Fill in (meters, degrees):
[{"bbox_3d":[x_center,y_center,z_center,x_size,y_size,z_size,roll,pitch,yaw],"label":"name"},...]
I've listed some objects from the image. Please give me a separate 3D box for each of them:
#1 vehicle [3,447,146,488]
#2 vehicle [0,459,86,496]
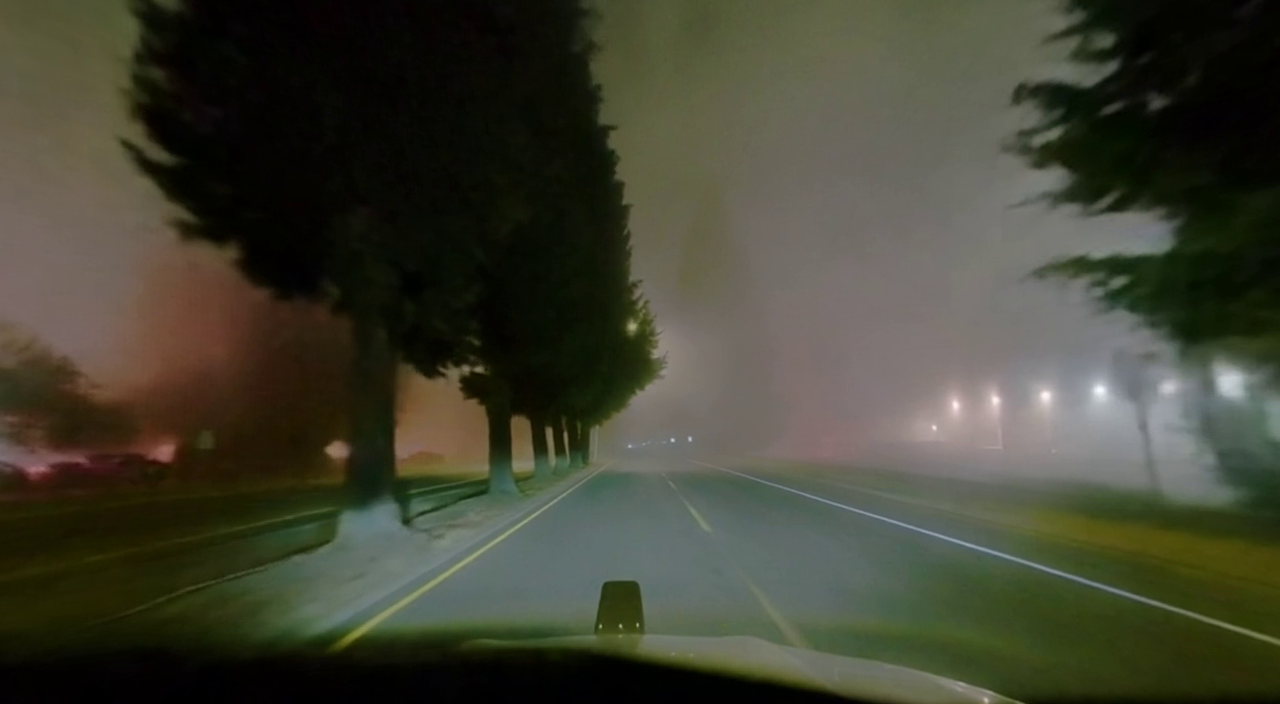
[{"bbox_3d":[-27.445,5.599,30.826,4.783,1.722,2.206,-1,-7,-2],"label":"vehicle"},{"bbox_3d":[-27.314,5.551,27.989,3.810,1.444,1.742,-1,-7,-2],"label":"vehicle"}]
